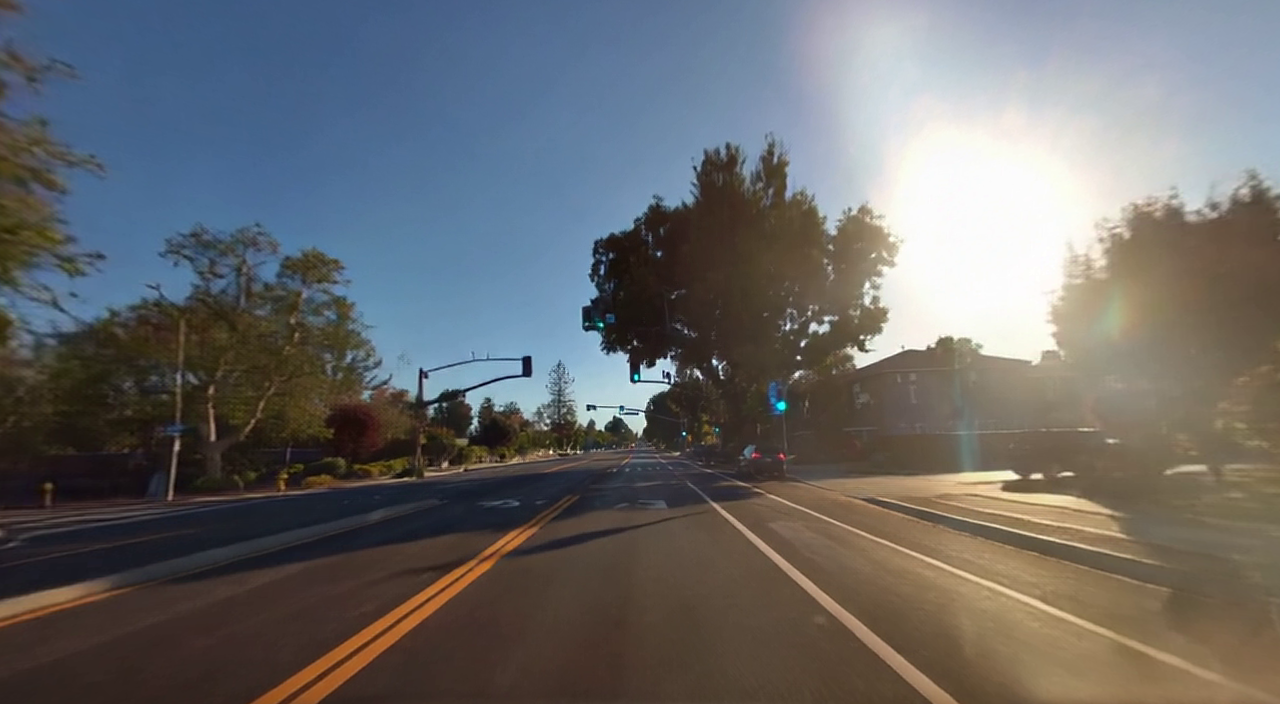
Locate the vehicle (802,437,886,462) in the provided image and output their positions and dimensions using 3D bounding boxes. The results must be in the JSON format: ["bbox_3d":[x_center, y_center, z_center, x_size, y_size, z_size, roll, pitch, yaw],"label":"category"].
[{"bbox_3d":[12.396,5.949,38.534,4.502,1.470,1.839,0,-8,-1],"label":"vehicle"}]

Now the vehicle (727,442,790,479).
[{"bbox_3d":[5.265,4.879,28.675,2.032,1.478,5.040,0,-8,2],"label":"vehicle"}]

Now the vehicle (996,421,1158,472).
[{"bbox_3d":[14.036,3.064,20.453,3.745,1.540,1.951,0,-8,1],"label":"vehicle"}]
